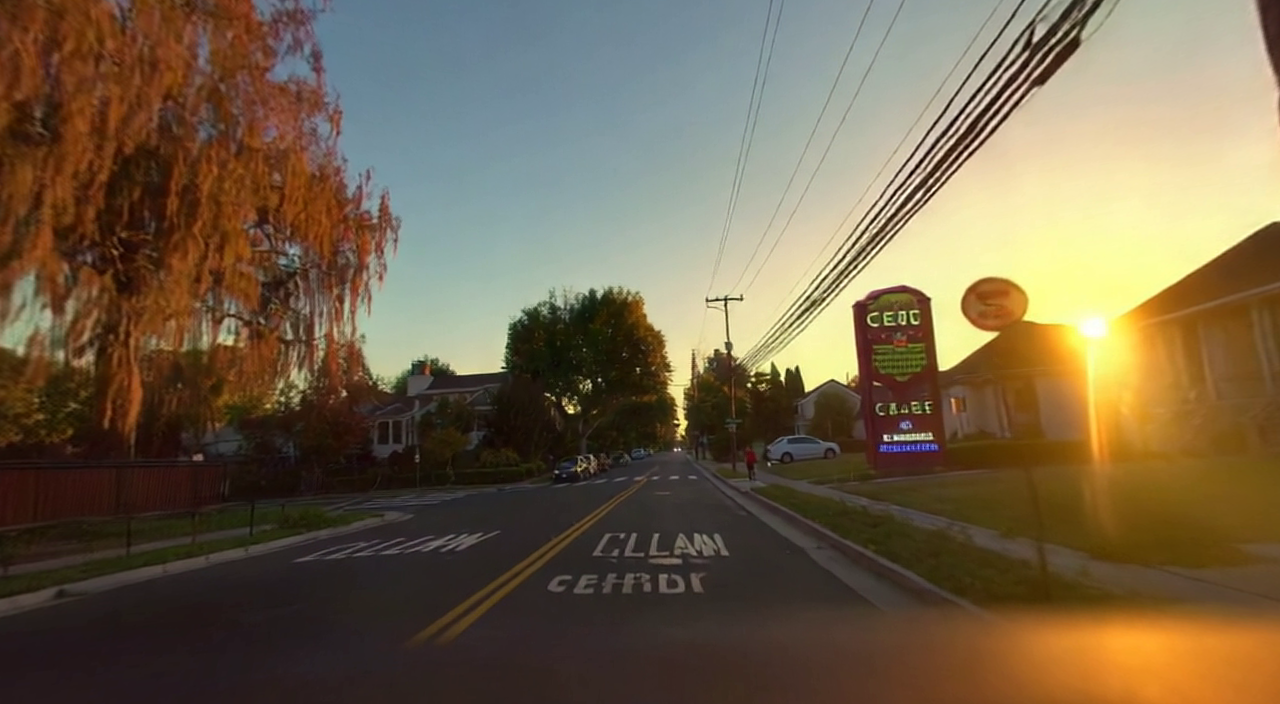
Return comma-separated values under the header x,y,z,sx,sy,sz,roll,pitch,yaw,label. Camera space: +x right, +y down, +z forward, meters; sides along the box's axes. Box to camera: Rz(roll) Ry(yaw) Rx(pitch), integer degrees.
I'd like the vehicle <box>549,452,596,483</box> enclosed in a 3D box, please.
x,y,z,sx,sy,sz,roll,pitch,yaw,label
-4.264,7.390,40.818,2.203,1.787,4.704,-1,-8,4,vehicle
